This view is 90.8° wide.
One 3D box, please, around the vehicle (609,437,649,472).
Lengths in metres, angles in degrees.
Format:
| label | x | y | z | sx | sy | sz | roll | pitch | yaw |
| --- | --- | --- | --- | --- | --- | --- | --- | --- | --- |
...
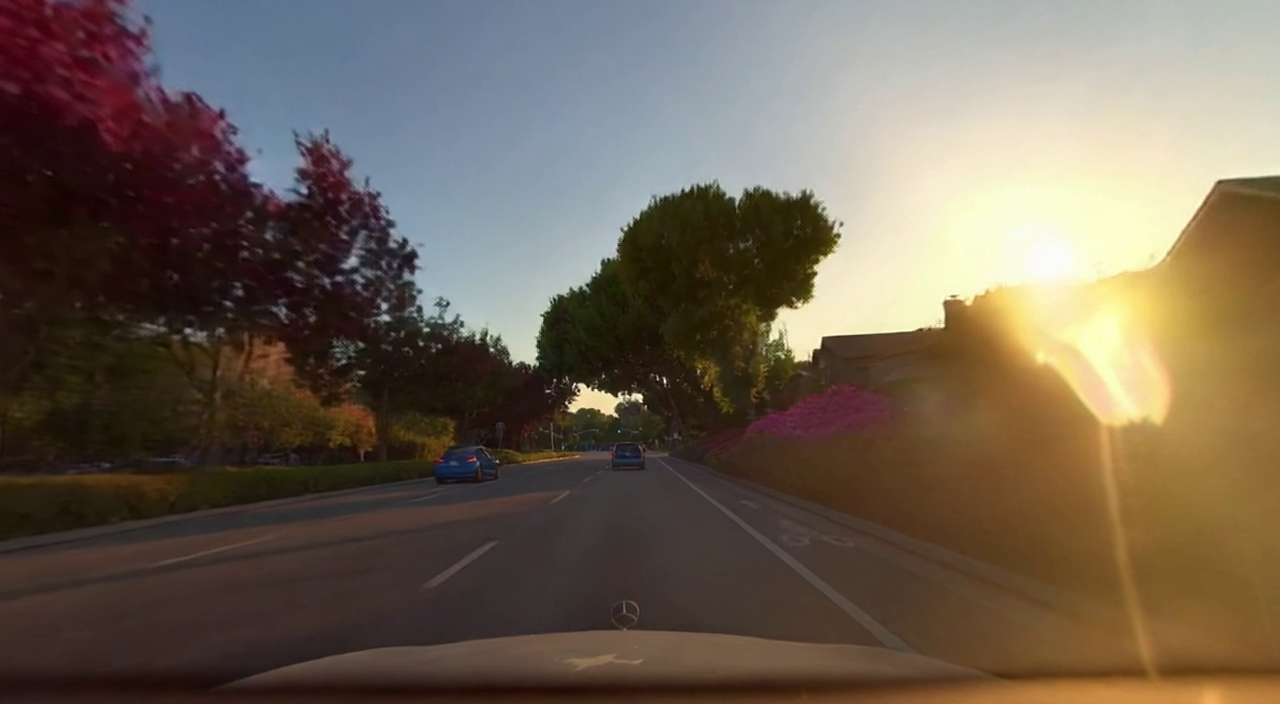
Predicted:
| label | x | y | z | sx | sy | sz | roll | pitch | yaw |
| --- | --- | --- | --- | --- | --- | --- | --- | --- | --- |
| vehicle | -0.571 | 5.607 | 34.827 | 2.070 | 1.764 | 4.552 | 0 | -9 | 0 |

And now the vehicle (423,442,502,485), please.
| label | x | y | z | sx | sy | sz | roll | pitch | yaw |
| --- | --- | --- | --- | --- | --- | --- | --- | --- | --- |
| vehicle | -7.418 | 4.699 | 26.925 | 1.993 | 1.657 | 4.487 | 0 | -9 | 1 |
